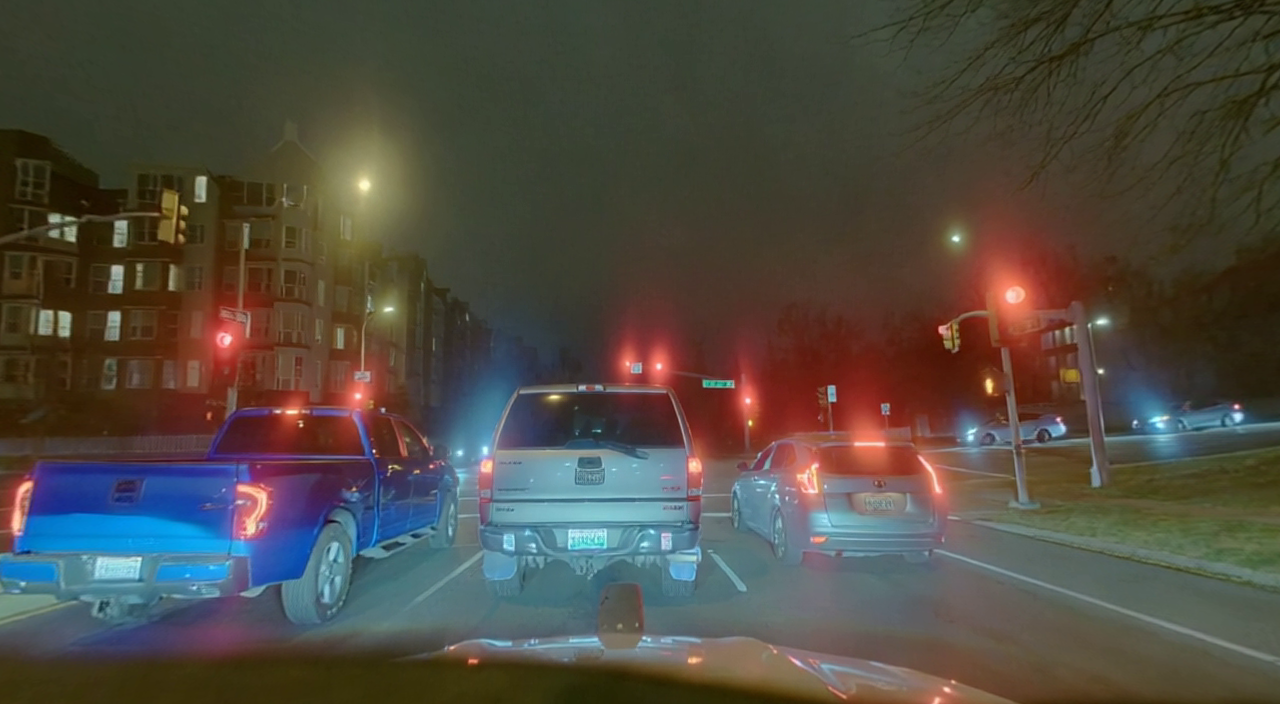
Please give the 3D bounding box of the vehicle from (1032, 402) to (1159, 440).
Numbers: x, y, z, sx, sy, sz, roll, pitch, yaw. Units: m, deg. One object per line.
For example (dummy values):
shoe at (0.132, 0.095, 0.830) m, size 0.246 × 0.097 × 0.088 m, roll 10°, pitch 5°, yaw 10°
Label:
vehicle at (23.286, 3.589, 32.480) m, size 4.721 × 1.866 × 2.188 m, roll 0°, pitch -9°, yaw 2°

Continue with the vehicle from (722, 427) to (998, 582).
vehicle at (2.416, 1.801, 8.328) m, size 2.016 × 1.481 × 4.336 m, roll 0°, pitch -9°, yaw -1°

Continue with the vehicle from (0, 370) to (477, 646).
vehicle at (-3.466, 1.414, 6.863) m, size 2.146 × 1.828 × 5.148 m, roll 0°, pitch -9°, yaw -2°

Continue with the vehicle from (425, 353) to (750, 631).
vehicle at (-0.399, 1.310, 6.770) m, size 2.282 × 1.964 × 4.421 m, roll 0°, pitch -9°, yaw -1°

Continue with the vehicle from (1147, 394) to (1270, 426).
vehicle at (29.323, 3.041, 32.667) m, size 4.540 × 1.543 × 1.803 m, roll 0°, pitch -9°, yaw 1°
